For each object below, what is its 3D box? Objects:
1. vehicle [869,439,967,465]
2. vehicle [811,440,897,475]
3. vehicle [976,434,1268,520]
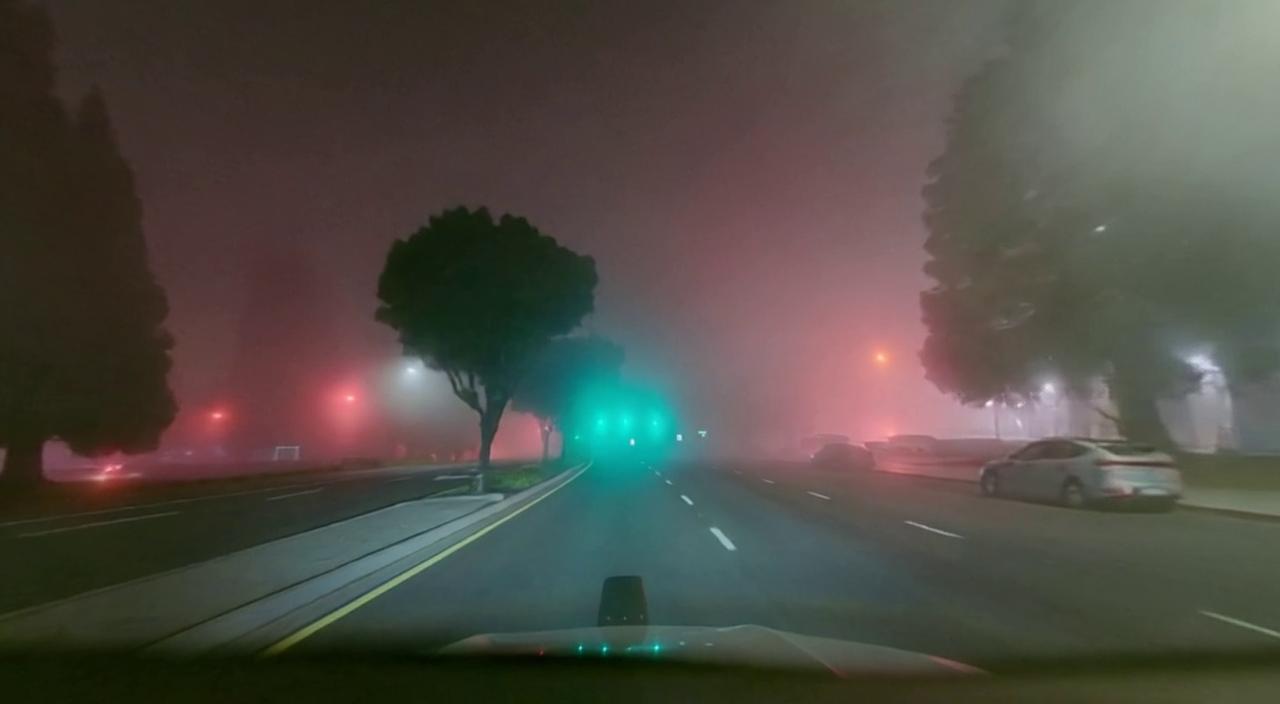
[{"bbox_3d":[16.890,6.097,38.477,4.985,1.484,2.150,1,-9,-3],"label":"vehicle"},{"bbox_3d":[10.330,5.156,30.969,2.034,1.551,5.228,1,-9,-5],"label":"vehicle"},{"bbox_3d":[10.269,2.694,14.295,2.109,1.533,5.664,0,-9,-1],"label":"vehicle"}]
